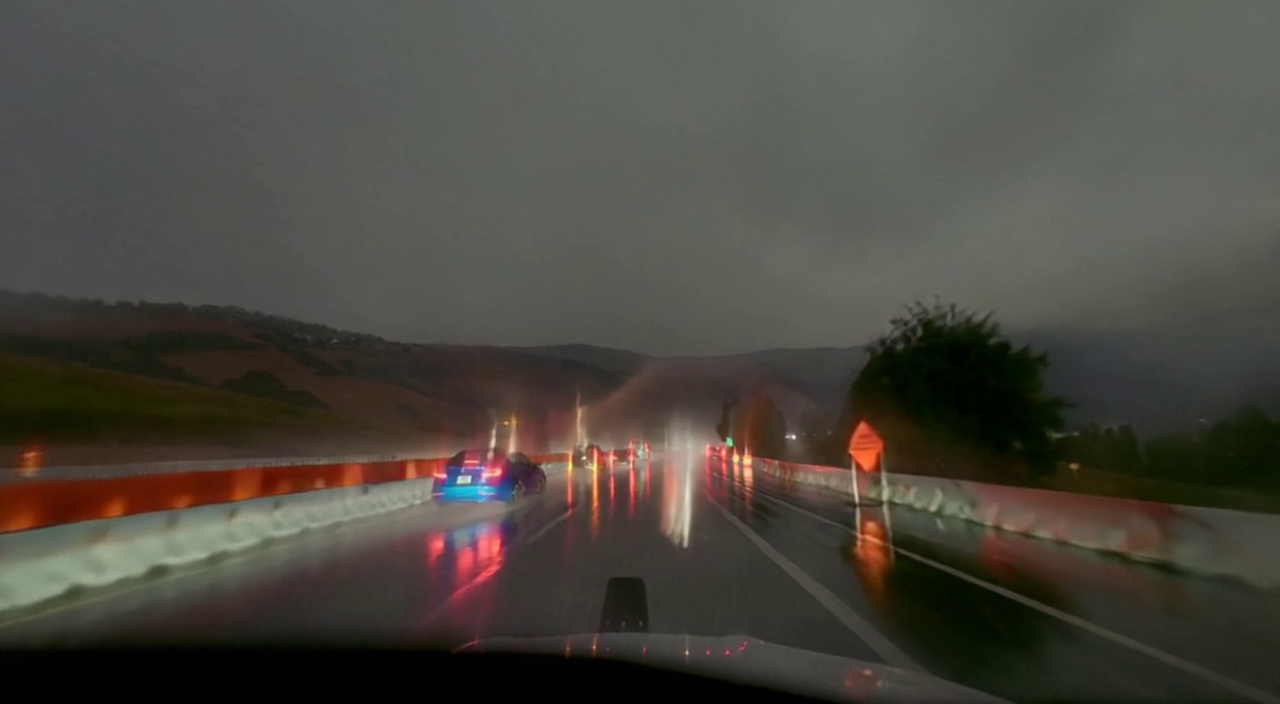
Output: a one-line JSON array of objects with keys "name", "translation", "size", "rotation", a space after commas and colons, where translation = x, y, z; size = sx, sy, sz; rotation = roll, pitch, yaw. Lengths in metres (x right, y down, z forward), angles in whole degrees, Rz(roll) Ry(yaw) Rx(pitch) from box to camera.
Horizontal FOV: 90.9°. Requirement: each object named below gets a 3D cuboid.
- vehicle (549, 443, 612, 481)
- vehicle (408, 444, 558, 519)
[{"name": "vehicle", "translation": [-2.410, 4.626, 26.729], "size": [2.094, 1.480, 4.124], "rotation": [0, -9, 2]}, {"name": "vehicle", "translation": [-3.078, 2.639, 13.307], "size": [2.061, 1.330, 3.928], "rotation": [0, -9, 2]}]
